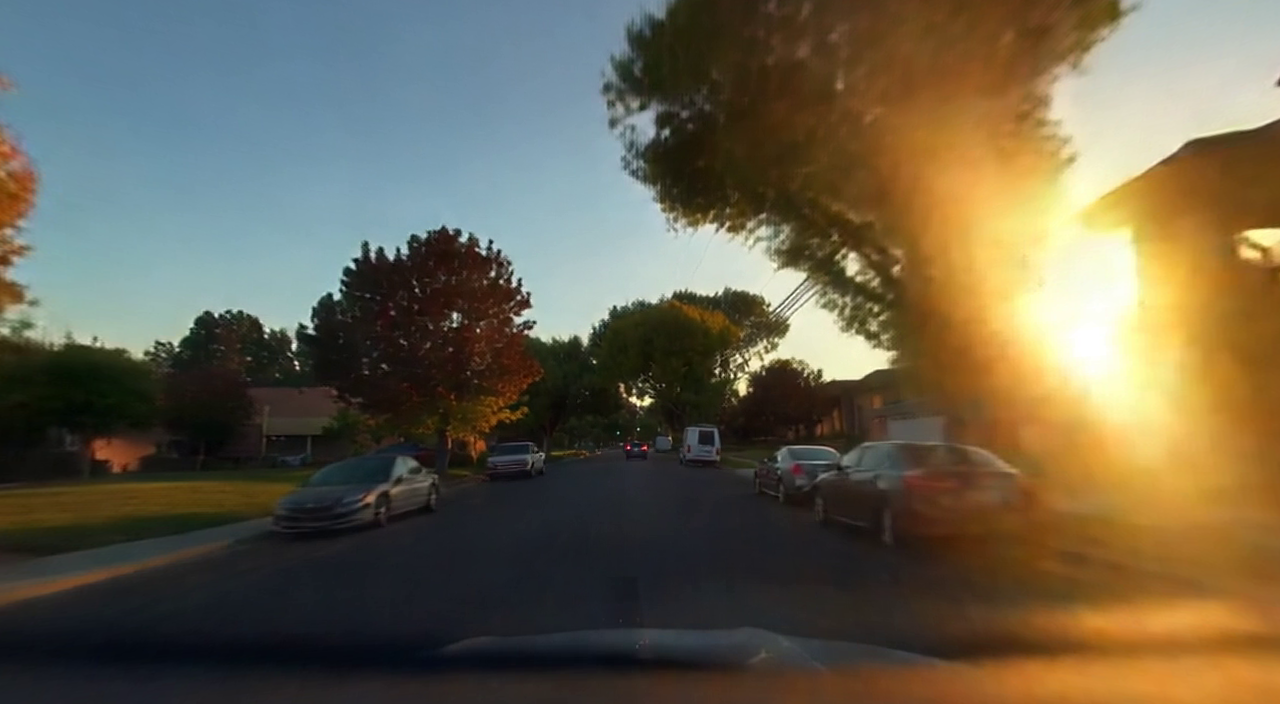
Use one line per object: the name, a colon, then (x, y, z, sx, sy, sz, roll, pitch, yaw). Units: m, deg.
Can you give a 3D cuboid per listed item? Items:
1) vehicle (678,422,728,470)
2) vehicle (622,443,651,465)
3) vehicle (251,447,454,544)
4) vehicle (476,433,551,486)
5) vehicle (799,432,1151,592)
vehicle: (3.882, 5.954, 40.141, 2.384, 2.791, 5.899, 0, -9, -2)
vehicle: (-0.265, 7.559, 46.891, 2.062, 1.509, 4.305, 0, -8, -1)
vehicle: (-6.058, 3.017, 14.305, 2.094, 1.433, 5.740, -4, -7, -2)
vehicle: (-6.006, 5.120, 30.769, 2.284, 2.119, 5.984, -3, -7, 1)
vehicle: (3.993, 1.982, 8.885, 2.144, 1.572, 5.026, 0, -9, 0)
